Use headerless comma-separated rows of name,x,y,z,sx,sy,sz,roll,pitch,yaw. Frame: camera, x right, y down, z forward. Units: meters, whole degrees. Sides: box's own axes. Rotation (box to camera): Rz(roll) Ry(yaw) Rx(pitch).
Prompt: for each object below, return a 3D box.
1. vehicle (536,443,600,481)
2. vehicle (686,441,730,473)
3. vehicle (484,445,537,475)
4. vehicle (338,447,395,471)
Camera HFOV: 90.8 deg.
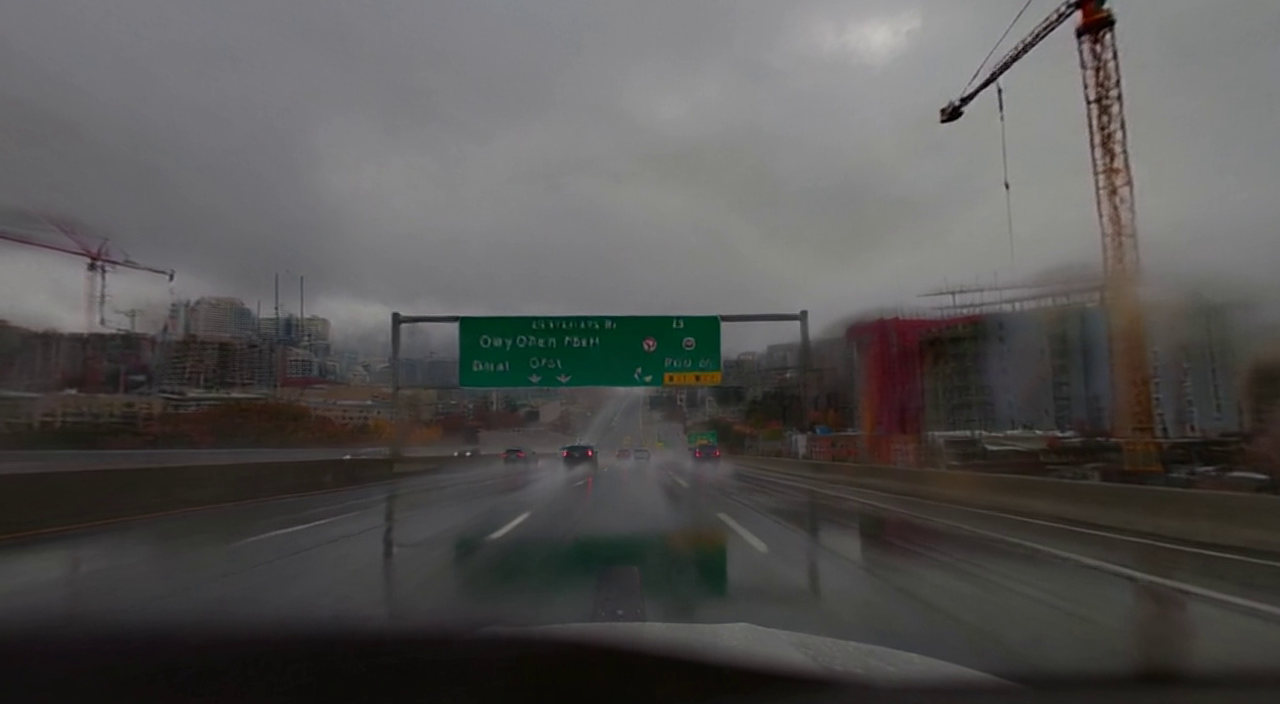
vehicle,-3.067,4.796,27.849,2.136,1.512,4.488,0,-9,2
vehicle,3.690,5.753,34.848,1.978,1.602,4.092,0,-9,1
vehicle,-7.058,5.940,34.919,1.951,1.528,4.209,0,-9,2
vehicle,-20.095,7.871,46.676,1.969,1.656,4.655,-1,-9,3
